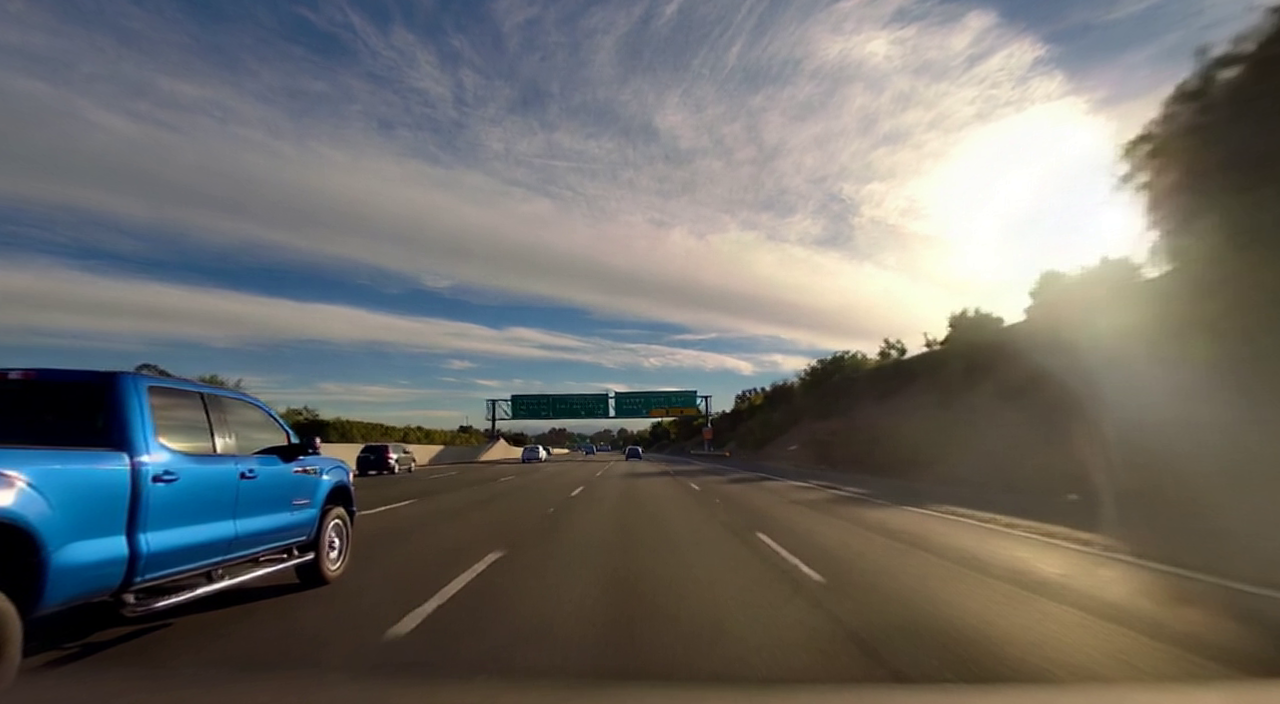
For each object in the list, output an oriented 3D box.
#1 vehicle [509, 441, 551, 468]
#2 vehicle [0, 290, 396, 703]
[{"bbox_3d":[-8.237,7.729,47.673,2.260,1.917,5.499,0,-9,-1],"label":"vehicle"},{"bbox_3d":[-4.042,0.955,4.242,2.339,2.004,6.171,0,-9,0],"label":"vehicle"}]
